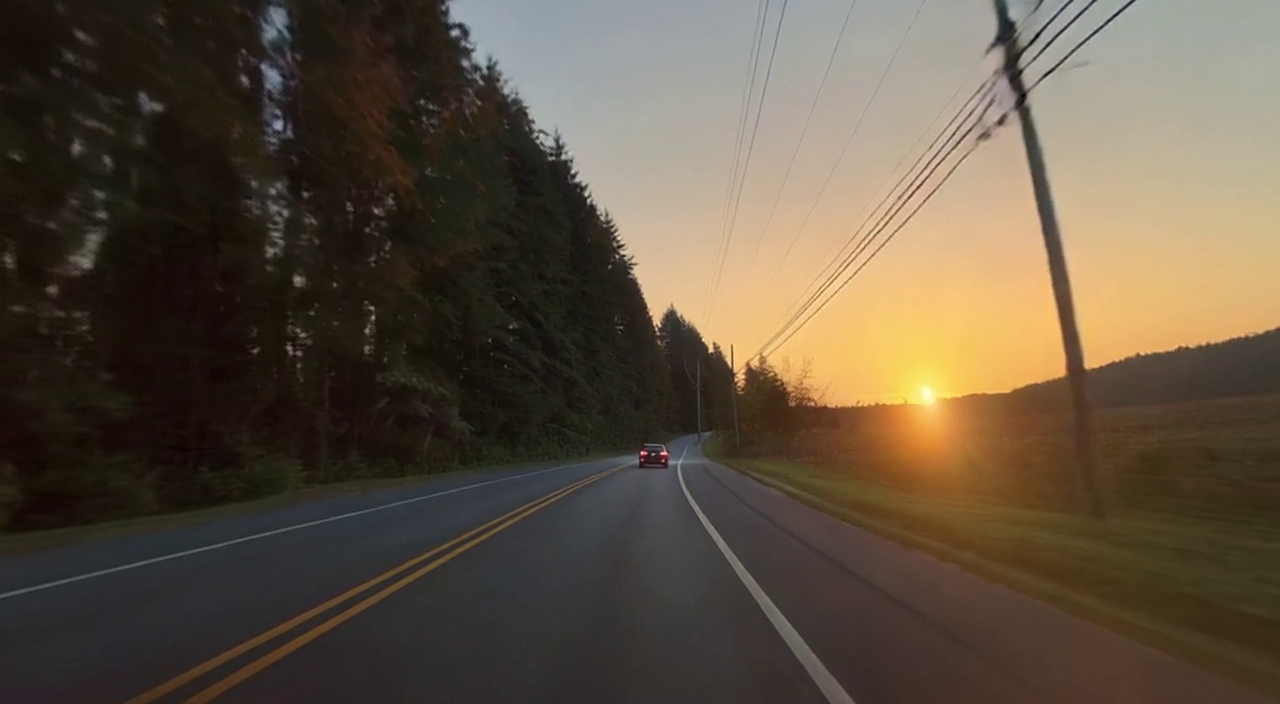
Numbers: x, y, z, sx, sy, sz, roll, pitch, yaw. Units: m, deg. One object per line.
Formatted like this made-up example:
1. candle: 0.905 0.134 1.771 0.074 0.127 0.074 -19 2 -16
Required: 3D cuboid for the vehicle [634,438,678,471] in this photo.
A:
1. vehicle: 0.841 5.091 31.494 2.059 1.524 3.963 -1 -8 3
